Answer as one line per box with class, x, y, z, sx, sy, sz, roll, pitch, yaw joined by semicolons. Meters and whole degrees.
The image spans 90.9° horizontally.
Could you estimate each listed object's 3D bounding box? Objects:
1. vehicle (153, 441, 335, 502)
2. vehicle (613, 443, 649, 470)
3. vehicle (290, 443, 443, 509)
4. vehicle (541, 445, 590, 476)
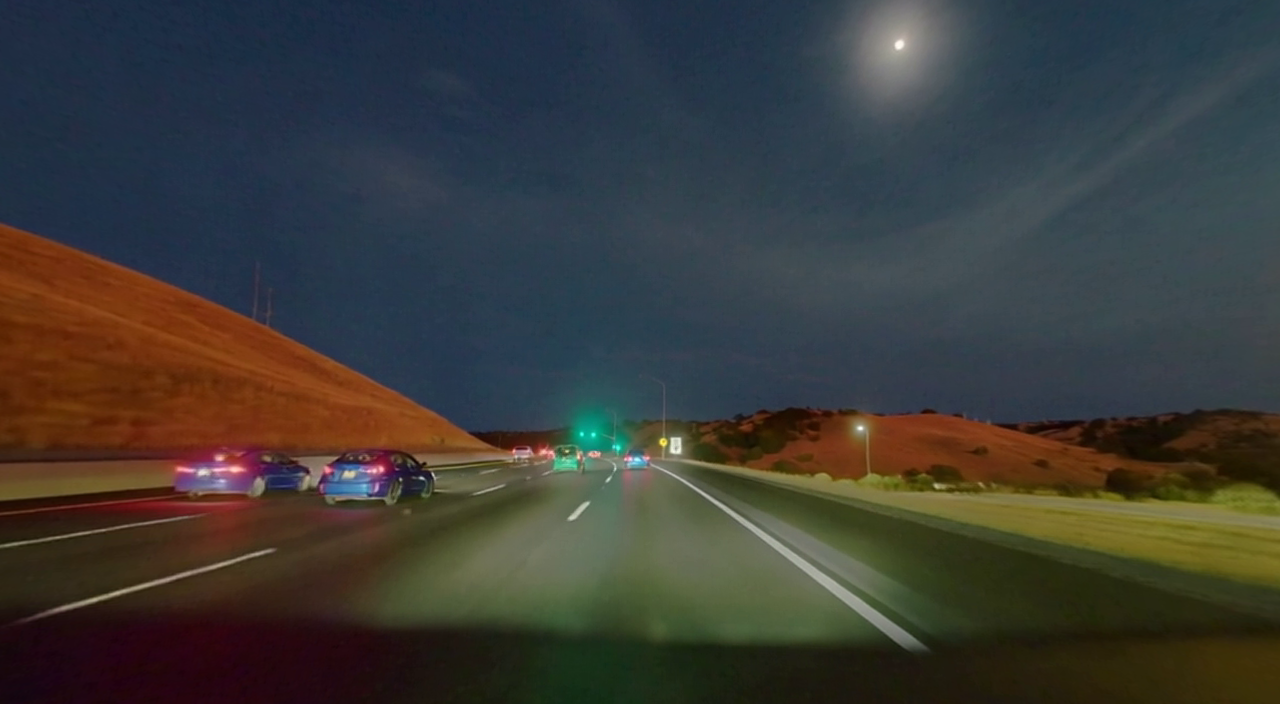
vehicle;-11.027;3.328;18.144;2.048;1.501;4.898;0;-8;0
vehicle;-0.652;6.791;41.282;2.225;1.674;4.044;0;-8;-2
vehicle;-6.718;3.057;16.105;1.991;1.441;4.265;0;-8;0
vehicle;-3.827;5.675;33.362;2.144;1.505;4.649;0;-8;-1
